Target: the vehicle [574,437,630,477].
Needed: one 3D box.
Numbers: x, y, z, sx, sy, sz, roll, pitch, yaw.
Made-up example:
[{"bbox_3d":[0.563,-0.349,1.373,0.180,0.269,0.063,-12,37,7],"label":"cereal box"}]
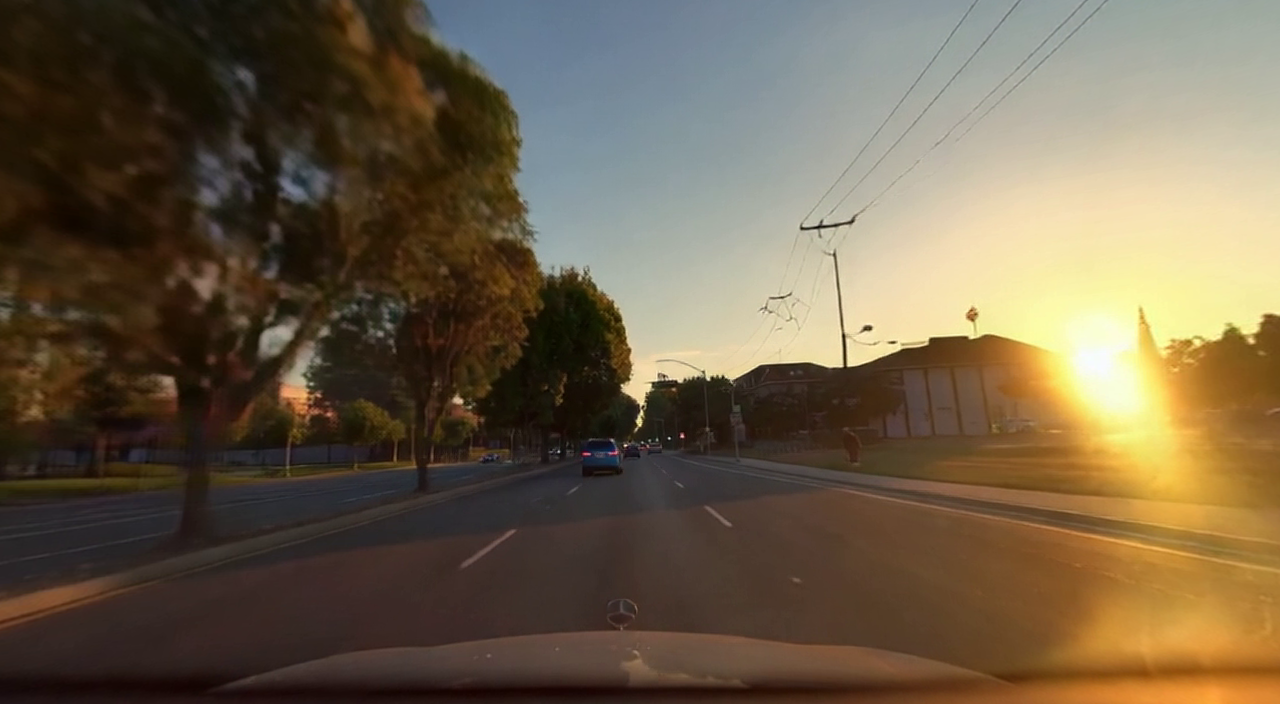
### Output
[{"bbox_3d":[-1.670,4.810,29.179,2.174,1.703,4.231,0,-9,2],"label":"vehicle"}]
